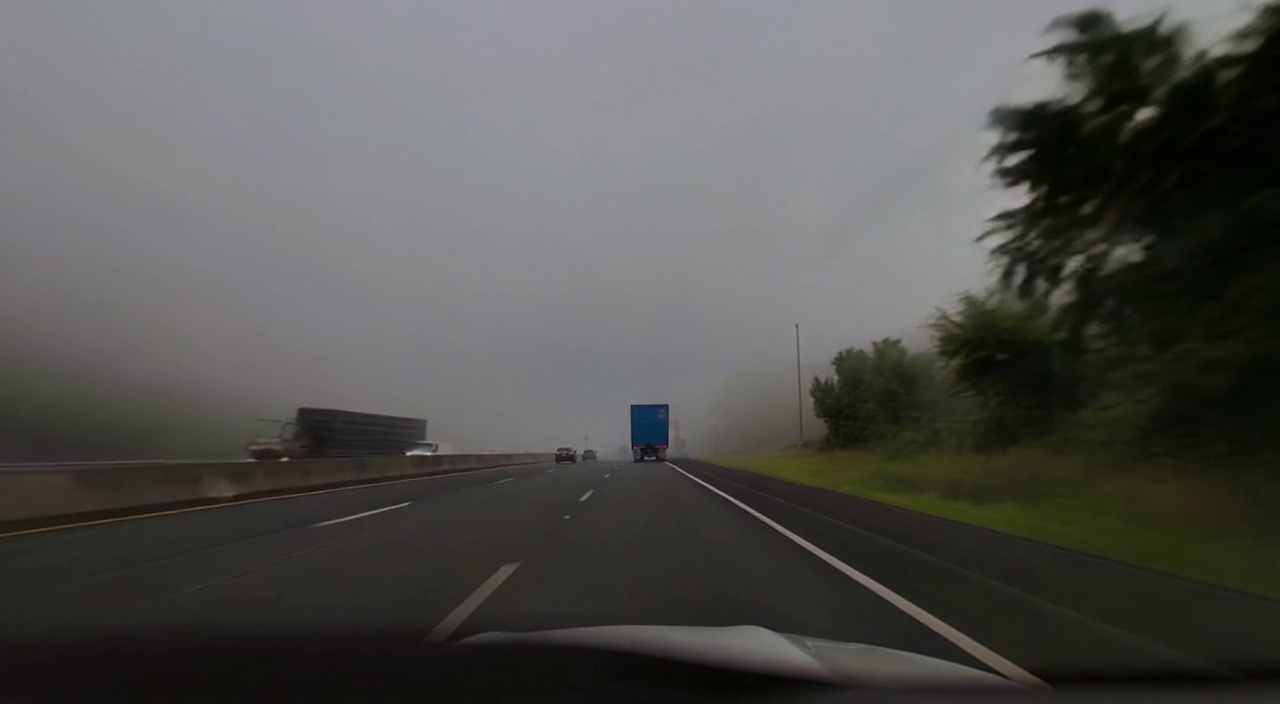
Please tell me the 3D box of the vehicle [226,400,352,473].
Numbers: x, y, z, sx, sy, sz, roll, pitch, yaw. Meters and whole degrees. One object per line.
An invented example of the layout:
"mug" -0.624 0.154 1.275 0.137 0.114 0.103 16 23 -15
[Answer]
"vehicle" -20.757 5.148 37.914 3.004 3.930 7.523 0 -9 1

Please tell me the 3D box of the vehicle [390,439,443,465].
"vehicle" -16.193 7.285 45.898 2.006 1.734 4.746 0 -9 1
